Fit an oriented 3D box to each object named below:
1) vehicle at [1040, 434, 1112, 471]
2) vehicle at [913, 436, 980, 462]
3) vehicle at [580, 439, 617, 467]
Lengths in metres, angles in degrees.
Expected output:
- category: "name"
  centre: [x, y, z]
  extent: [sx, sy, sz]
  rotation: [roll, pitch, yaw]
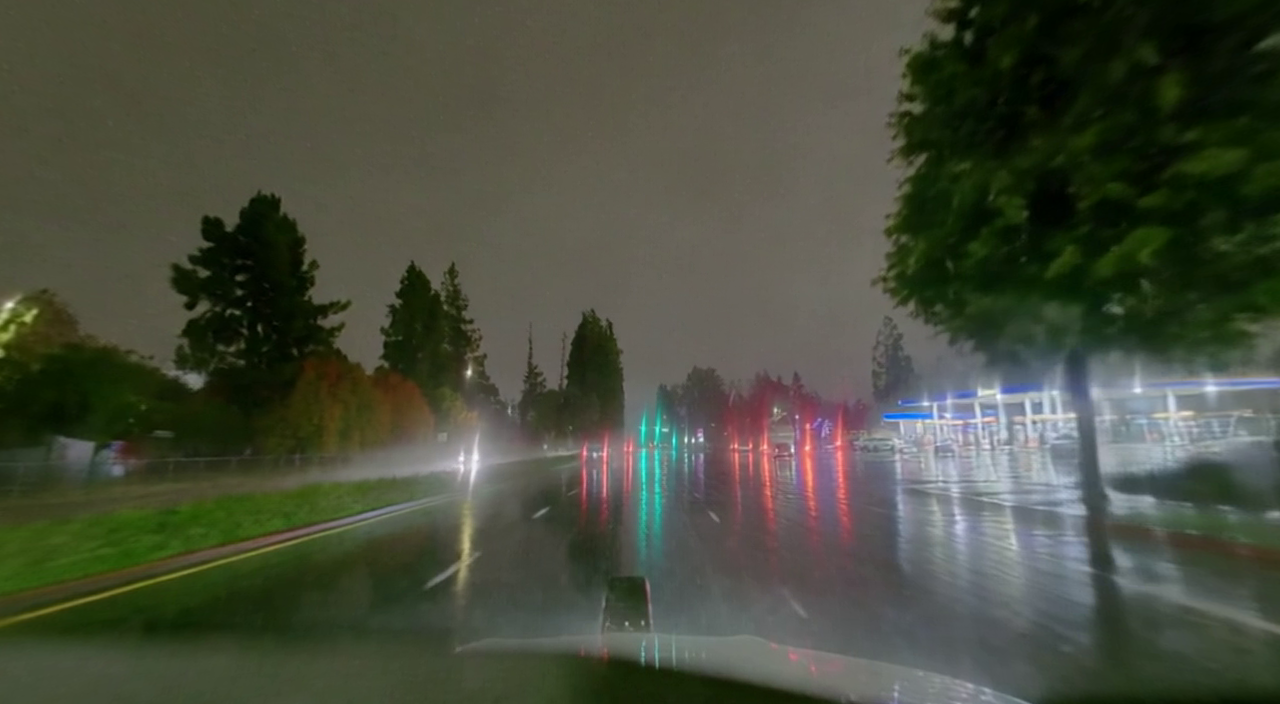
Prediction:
- category: "vehicle"
  centre: [20.864, 4.782, 30.066]
  extent: [4.394, 1.624, 1.803]
  rotation: [8, -13, -43]
- category: "vehicle"
  centre: [21.462, 6.767, 44.107]
  extent: [4.484, 1.697, 1.959]
  rotation: [5, -10, -30]
- category: "vehicle"
  centre: [-2.826, 7.052, 44.114]
  extent: [2.196, 1.801, 4.542]
  rotation: [0, -8, 1]
